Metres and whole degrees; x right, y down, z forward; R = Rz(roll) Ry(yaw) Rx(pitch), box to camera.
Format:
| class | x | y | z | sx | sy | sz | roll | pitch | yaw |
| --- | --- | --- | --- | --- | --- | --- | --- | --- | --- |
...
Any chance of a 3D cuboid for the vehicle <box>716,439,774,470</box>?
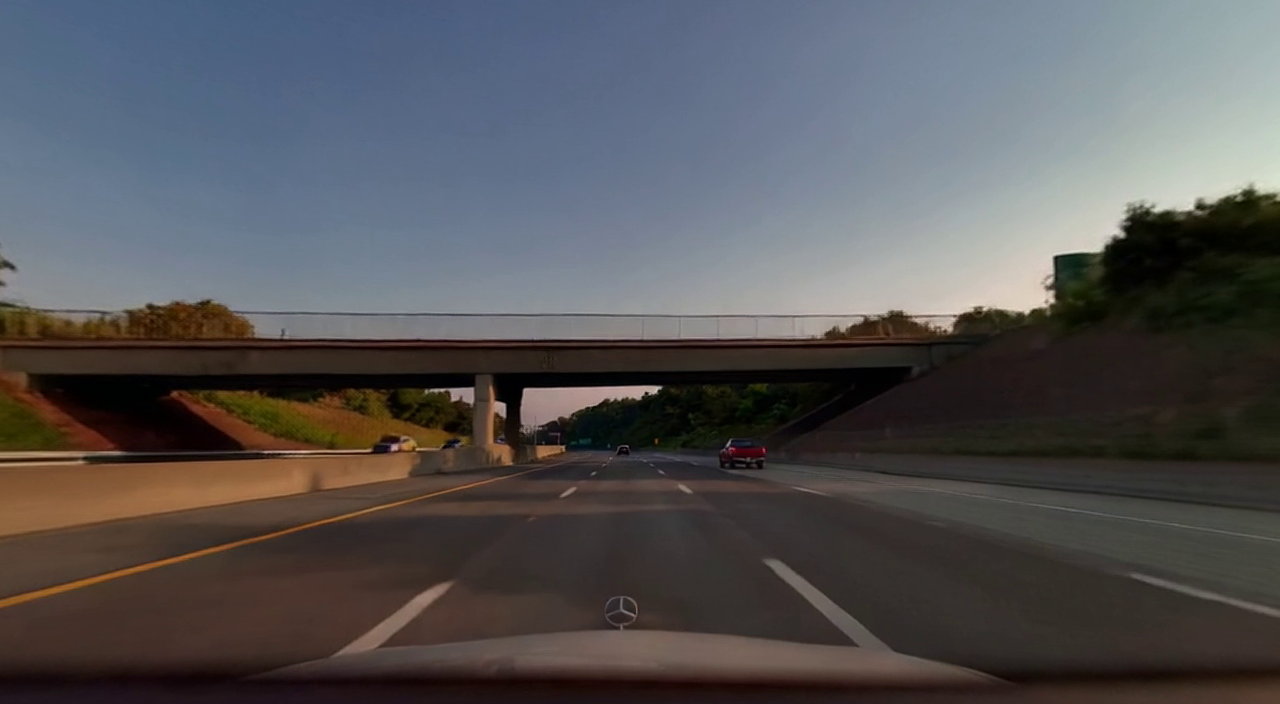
| class | x | y | z | sx | sy | sz | roll | pitch | yaw |
| --- | --- | --- | --- | --- | --- | --- | --- | --- | --- |
| vehicle | 6.548 | 6.482 | 40.183 | 2.395 | 1.819 | 6.086 | 0 | -9 | -2 |

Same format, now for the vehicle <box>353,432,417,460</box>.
| class | x | y | z | sx | sy | sz | roll | pitch | yaw |
| --- | --- | --- | --- | --- | --- | --- | --- | --- | --- |
| vehicle | -16.171 | 6.025 | 40.328 | 2.030 | 1.659 | 4.895 | 0 | -9 | 0 |
